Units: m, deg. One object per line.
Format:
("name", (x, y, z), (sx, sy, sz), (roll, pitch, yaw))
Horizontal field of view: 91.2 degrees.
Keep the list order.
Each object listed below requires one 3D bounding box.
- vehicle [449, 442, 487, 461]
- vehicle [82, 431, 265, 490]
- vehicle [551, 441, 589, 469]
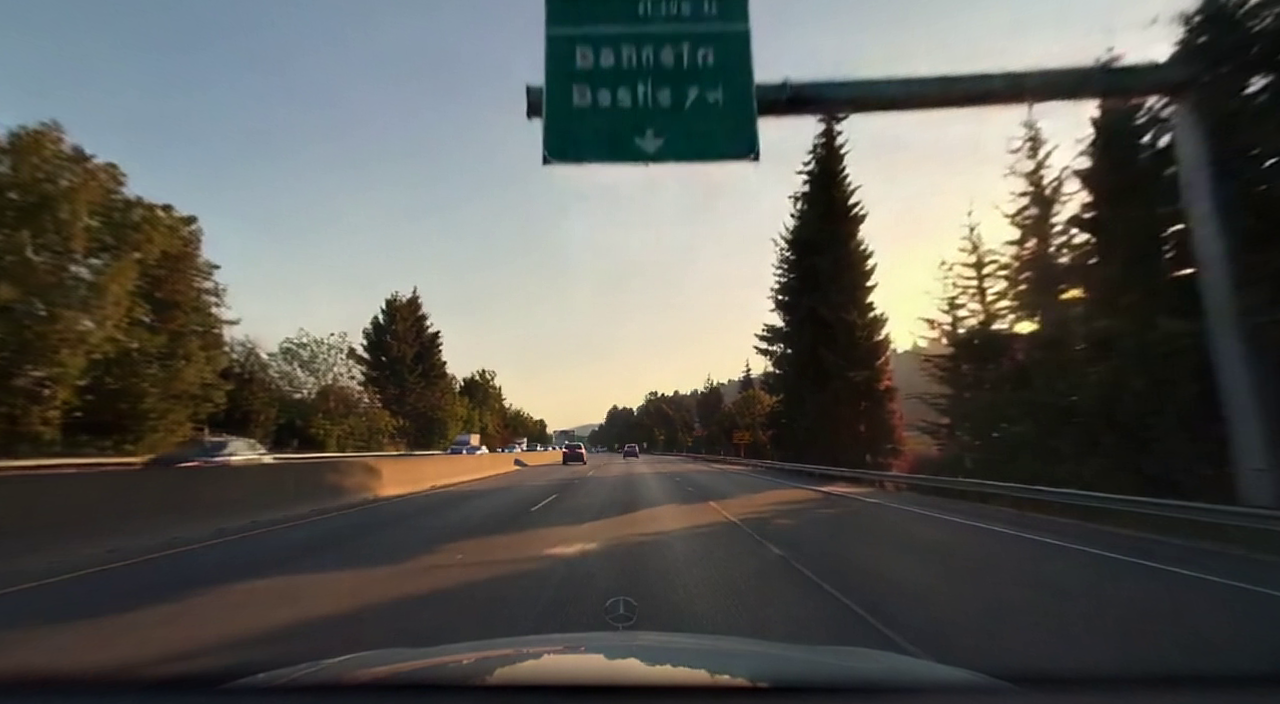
("vehicle", (-13.580, 7.883, 49.674), (1.906, 1.474, 4.062), (0, -9, 0))
("vehicle", (-12.967, 3.057, 17.854), (1.962, 1.459, 4.239), (0, -9, -1))
("vehicle", (-4.512, 6.723, 41.064), (2.098, 1.692, 4.038), (0, -9, -1))
